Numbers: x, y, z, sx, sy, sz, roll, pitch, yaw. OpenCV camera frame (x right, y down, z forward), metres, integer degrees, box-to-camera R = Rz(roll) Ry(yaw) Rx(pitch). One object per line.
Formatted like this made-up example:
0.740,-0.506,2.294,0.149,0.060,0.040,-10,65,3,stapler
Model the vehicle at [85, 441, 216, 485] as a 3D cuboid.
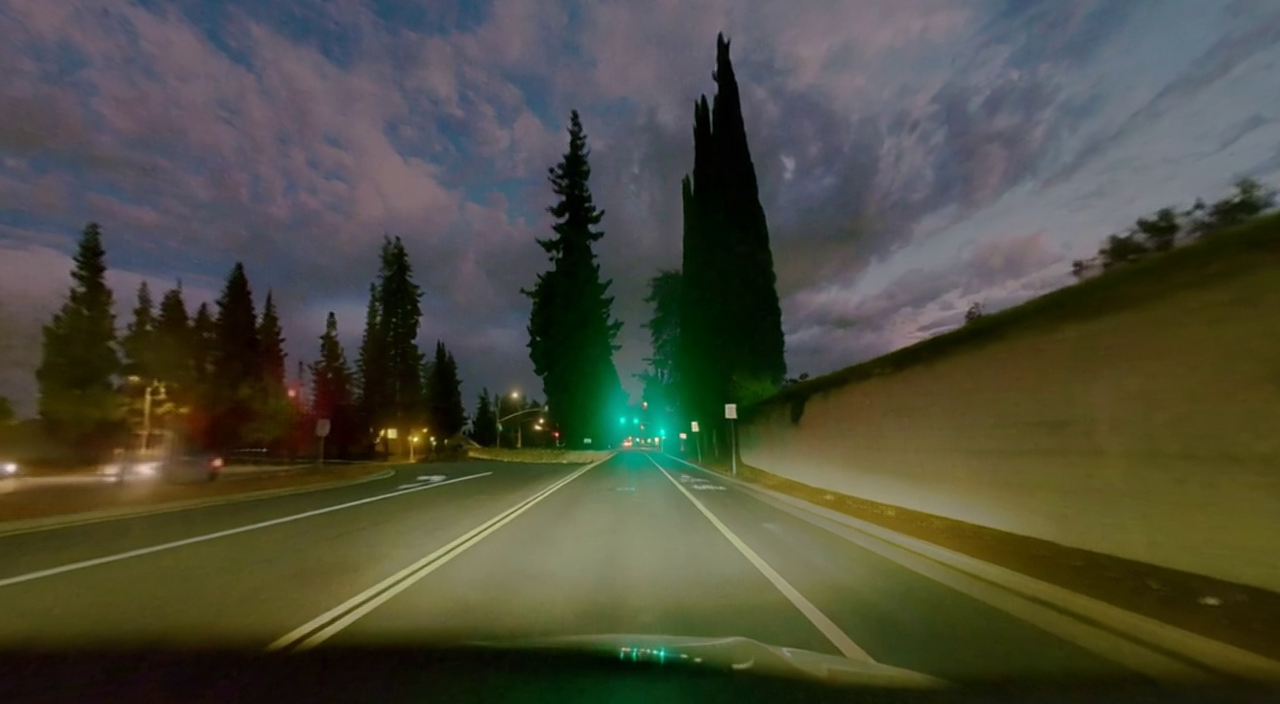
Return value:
-20.623,4.659,26.818,1.896,1.689,4.599,0,-8,0,vehicle
